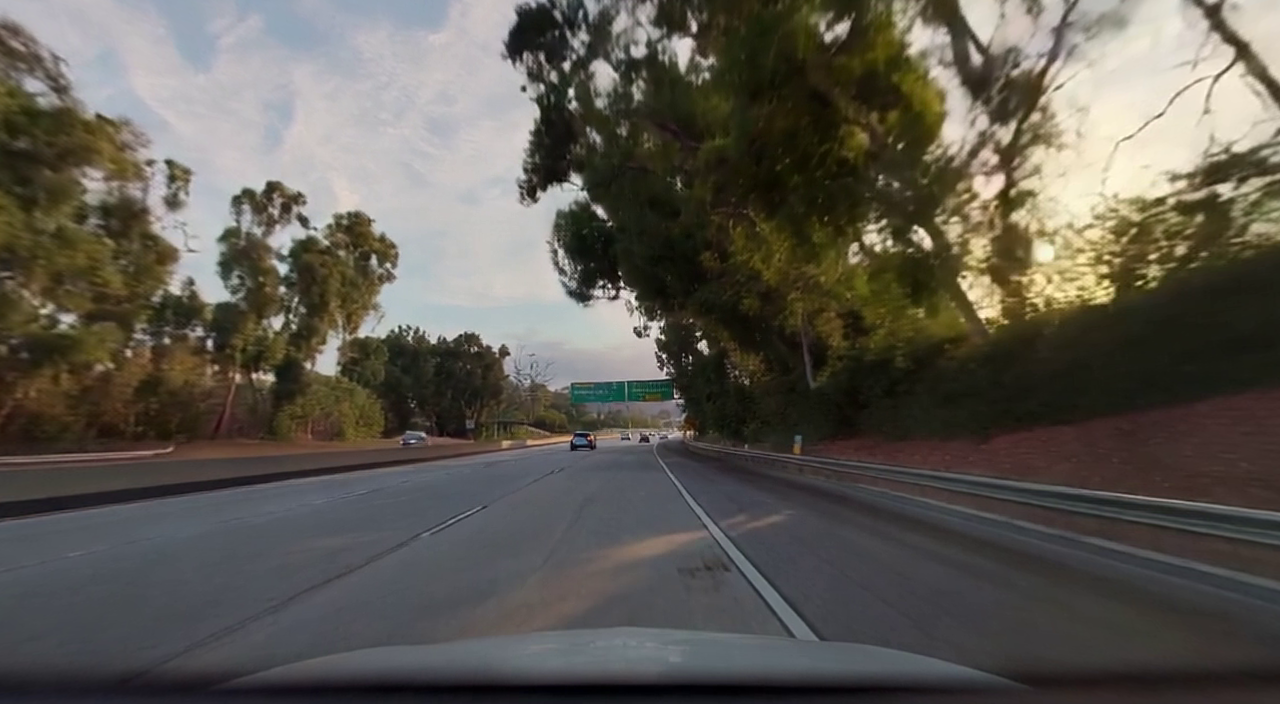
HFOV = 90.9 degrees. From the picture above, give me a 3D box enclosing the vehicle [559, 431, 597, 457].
[{"bbox_3d":[-4.028,6.070,41.743,2.052,1.626,4.514,0,-8,1],"label":"vehicle"}]
